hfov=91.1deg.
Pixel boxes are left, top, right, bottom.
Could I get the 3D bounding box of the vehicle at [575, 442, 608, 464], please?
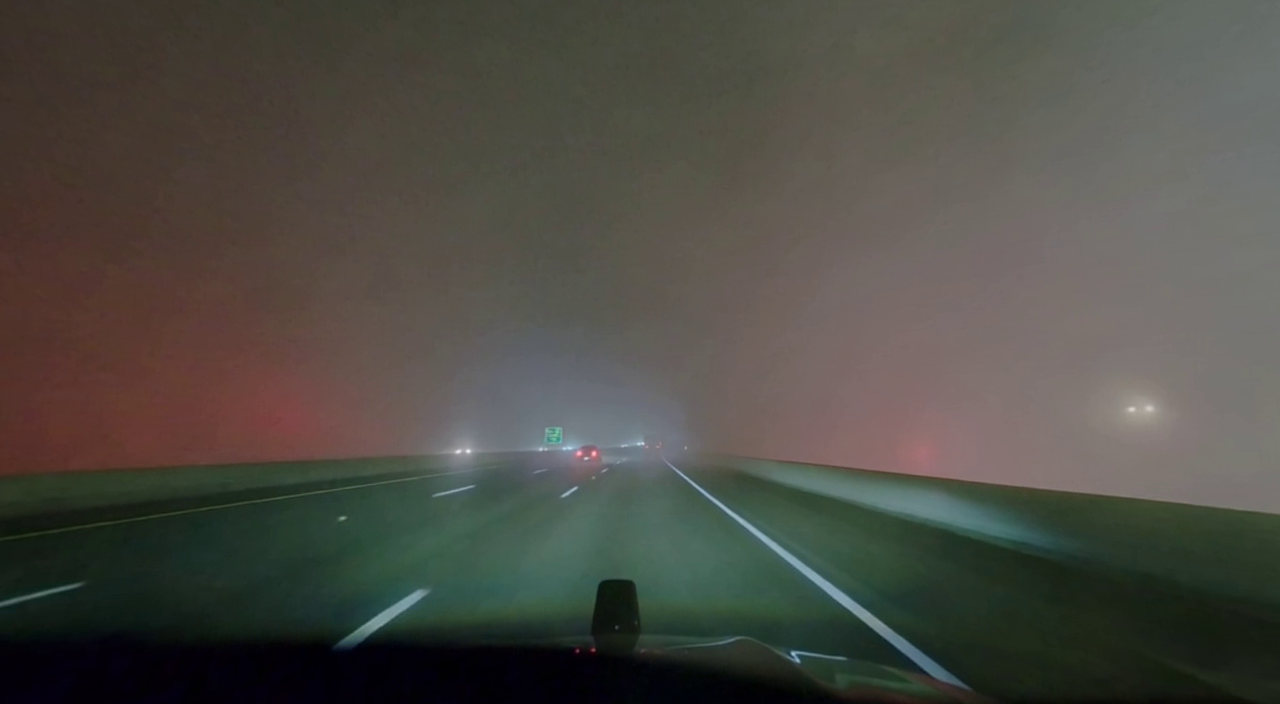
[{"bbox_3d":[-3.608,7.619,47.294,1.961,1.540,4.487,-1,-9,2],"label":"vehicle"}]
